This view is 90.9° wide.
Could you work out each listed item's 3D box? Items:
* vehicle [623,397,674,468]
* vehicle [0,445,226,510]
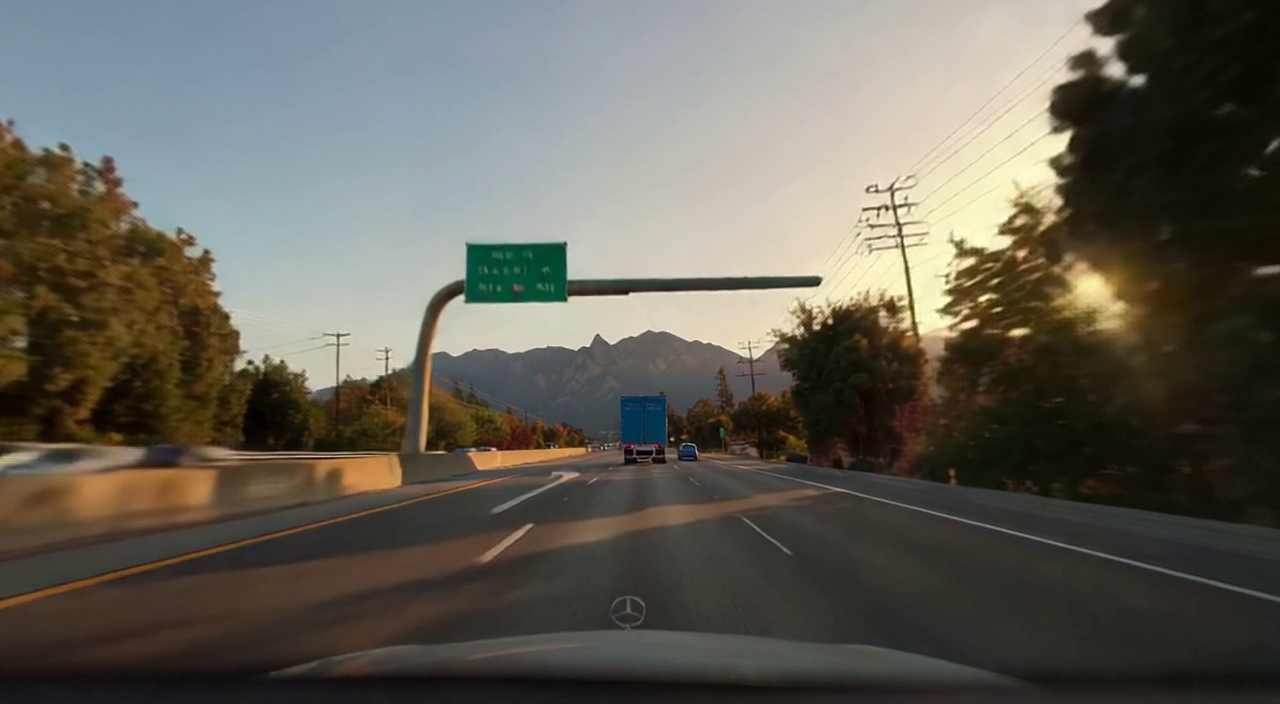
[{"bbox_3d":[0.394,5.519,42.516,2.919,4.101,11.541,0,-8,-1],"label":"vehicle"},{"bbox_3d":[-16.140,3.781,19.824,2.048,1.702,6.079,0,-8,1],"label":"vehicle"}]
